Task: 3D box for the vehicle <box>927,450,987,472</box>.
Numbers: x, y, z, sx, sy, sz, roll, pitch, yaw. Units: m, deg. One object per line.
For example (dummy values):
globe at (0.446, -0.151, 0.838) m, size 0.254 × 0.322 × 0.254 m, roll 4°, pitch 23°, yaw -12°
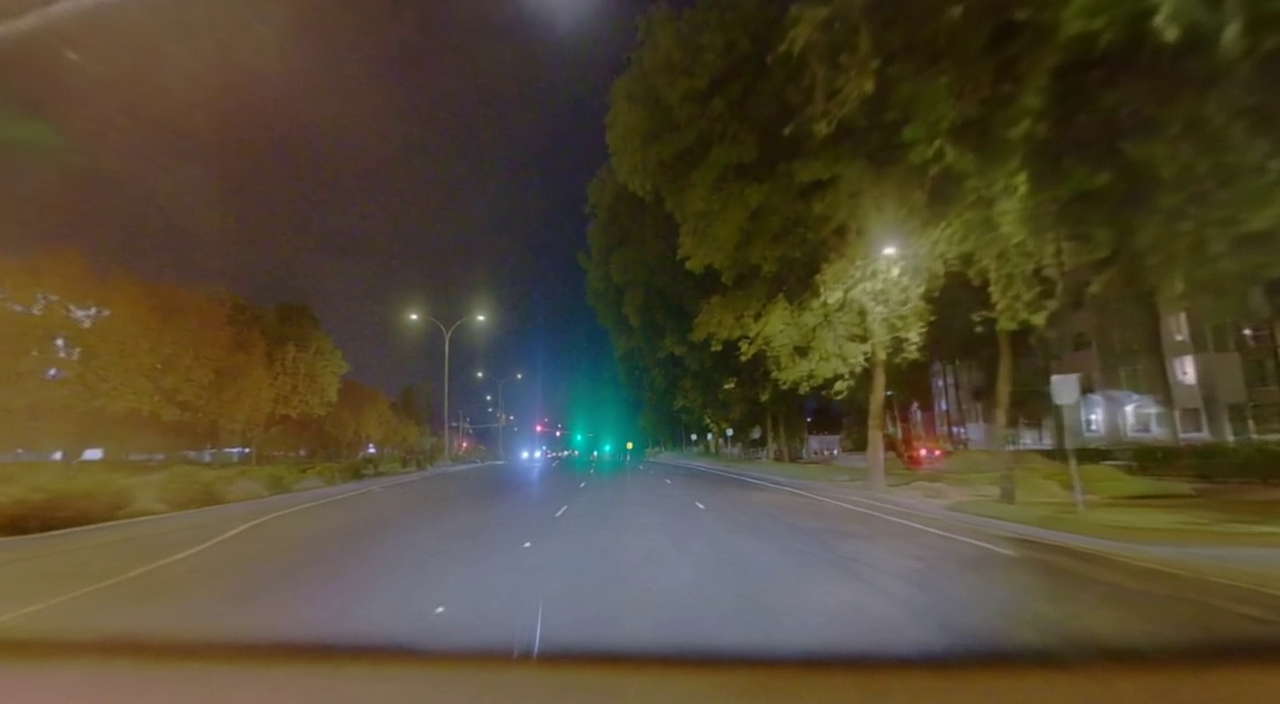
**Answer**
vehicle at (23.932, 8.238, 47.931) m, size 1.905 × 1.575 × 4.678 m, roll 0°, pitch -8°, yaw -3°
